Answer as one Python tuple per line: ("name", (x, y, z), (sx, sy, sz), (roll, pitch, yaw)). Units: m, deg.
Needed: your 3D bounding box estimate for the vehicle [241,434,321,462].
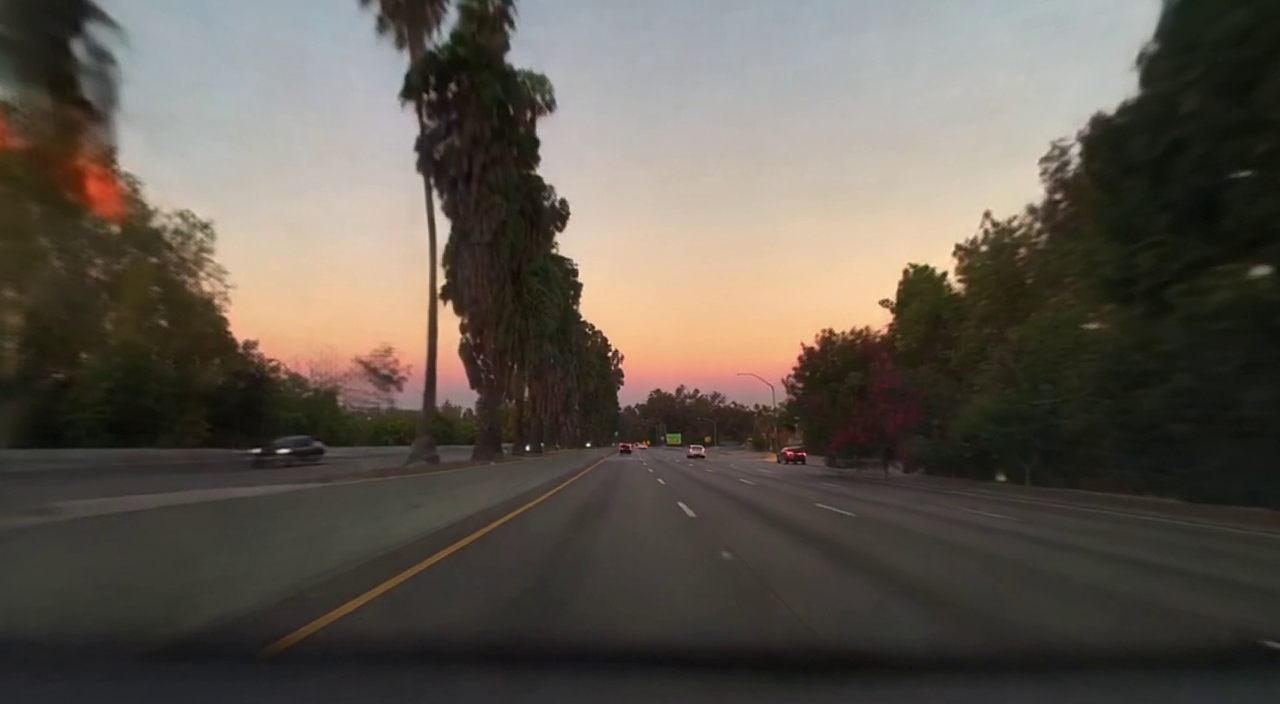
("vehicle", (-20.221, 5.435, 35.804), (1.917, 1.503, 4.480), (0, -8, 0))
